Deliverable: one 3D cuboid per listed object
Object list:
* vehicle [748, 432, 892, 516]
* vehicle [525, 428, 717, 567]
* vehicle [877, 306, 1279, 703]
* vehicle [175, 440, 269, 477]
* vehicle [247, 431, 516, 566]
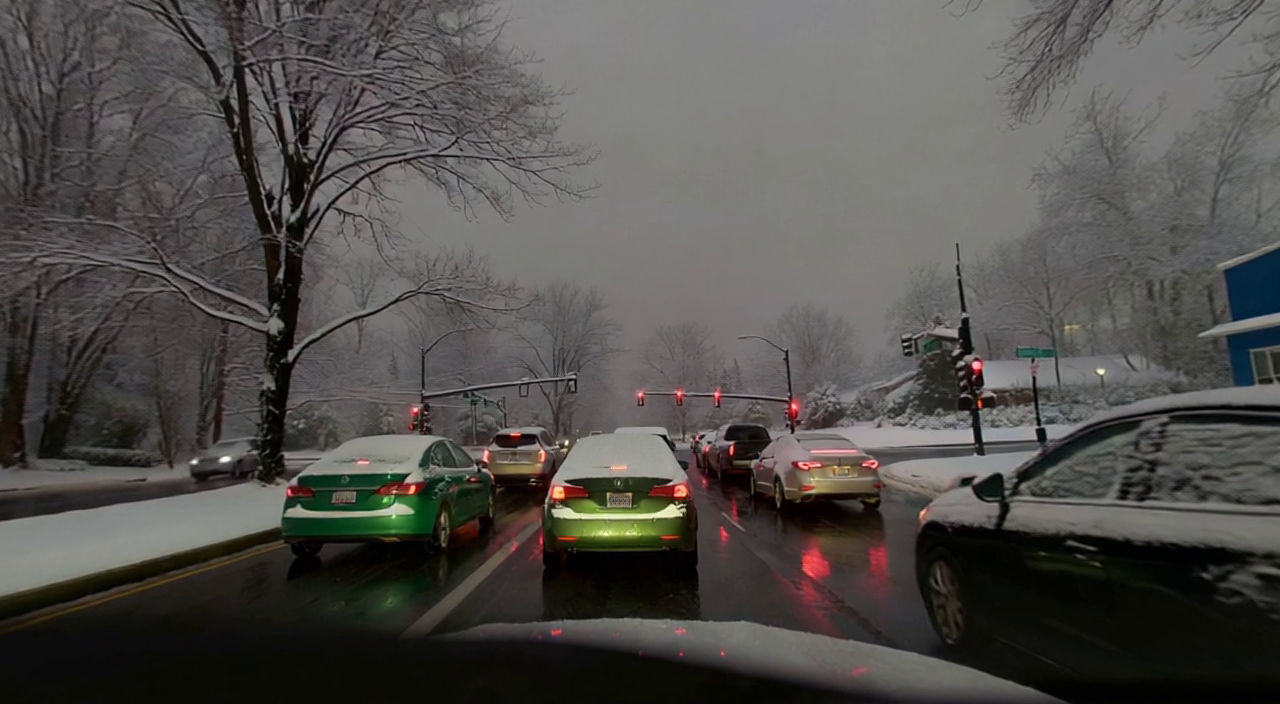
[{"bbox_3d":[3.549,2.474,13.282,1.880,1.476,3.932,0,-8,1],"label":"vehicle"},{"bbox_3d":[-0.210,1.835,8.711,2.041,1.450,3.847,0,-8,0],"label":"vehicle"},{"bbox_3d":[2.977,0.798,2.458,2.196,1.676,4.865,0,-8,0],"label":"vehicle"},{"bbox_3d":[-21.240,5.411,32.356,2.132,1.724,4.001,0,-8,-2],"label":"vehicle"},{"bbox_3d":[-3.210,1.889,8.942,1.917,1.441,4.128,-1,-8,2],"label":"vehicle"}]
